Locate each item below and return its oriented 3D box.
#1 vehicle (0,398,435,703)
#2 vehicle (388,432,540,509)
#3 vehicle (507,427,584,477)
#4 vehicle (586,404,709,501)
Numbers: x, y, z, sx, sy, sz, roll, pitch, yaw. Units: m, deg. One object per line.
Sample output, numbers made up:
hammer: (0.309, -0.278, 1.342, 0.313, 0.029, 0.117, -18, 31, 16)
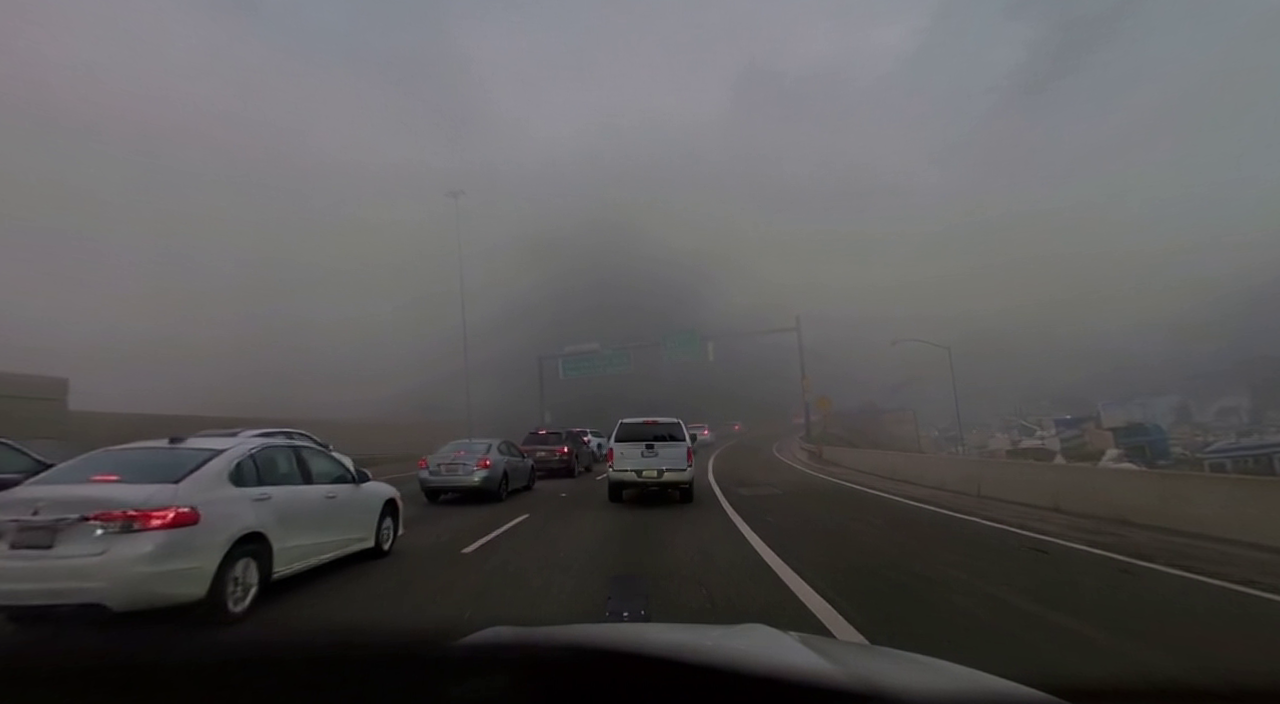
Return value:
vehicle: (-3.645, 1.330, 5.309, 1.998, 1.494, 5.020, 0, -9, 2)
vehicle: (-3.793, 2.643, 14.526, 2.087, 1.481, 4.225, 0, -9, 3)
vehicle: (-3.479, 3.820, 24.150, 1.953, 1.729, 4.377, 0, -9, 4)
vehicle: (0.254, 2.583, 16.455, 2.616, 2.063, 5.933, 0, -9, 2)
